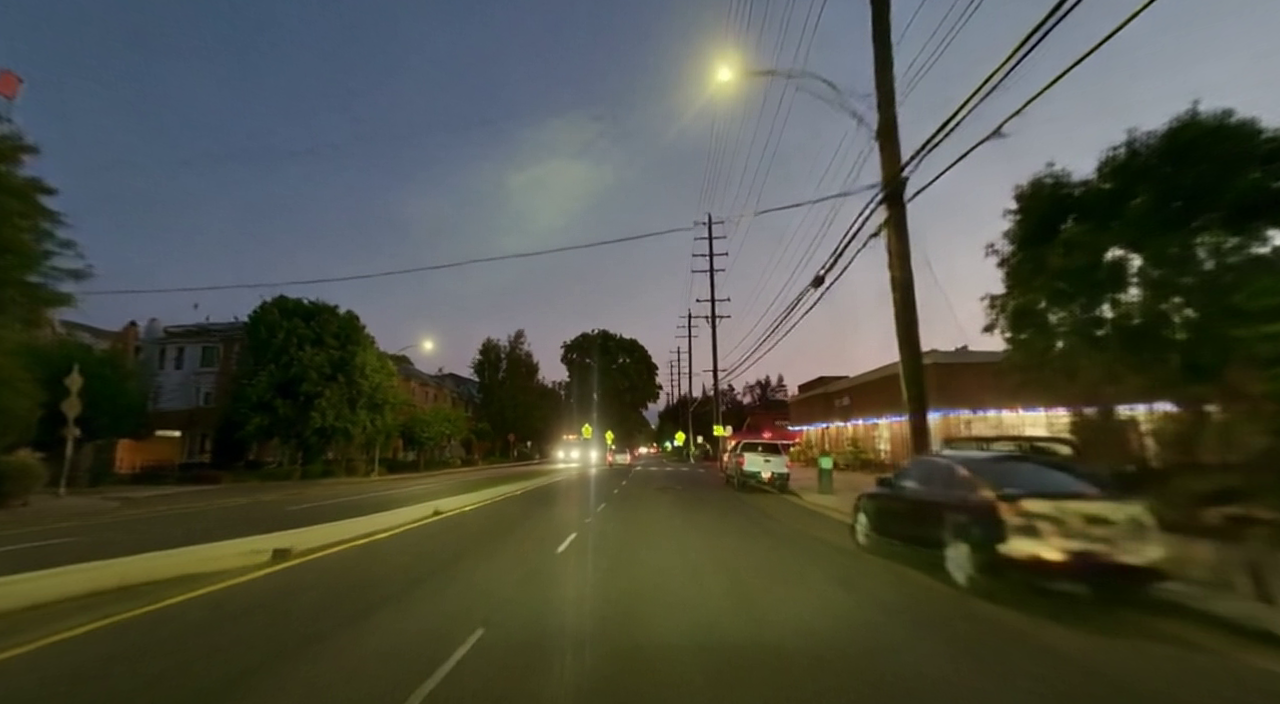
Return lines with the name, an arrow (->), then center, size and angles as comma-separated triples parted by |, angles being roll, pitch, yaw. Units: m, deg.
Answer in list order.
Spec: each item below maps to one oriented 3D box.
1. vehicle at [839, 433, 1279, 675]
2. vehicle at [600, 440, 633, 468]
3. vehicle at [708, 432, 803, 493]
vehicle -> 3.699, 1.585, 6.166 | 2.042, 1.465, 4.455 | 0, -9, 0
vehicle -> -1.686, 7.621, 47.106 | 2.202, 1.961, 4.980 | 0, -9, 0
vehicle -> 3.950, 3.912, 22.729 | 2.280, 1.904, 5.779 | 0, -9, -1
